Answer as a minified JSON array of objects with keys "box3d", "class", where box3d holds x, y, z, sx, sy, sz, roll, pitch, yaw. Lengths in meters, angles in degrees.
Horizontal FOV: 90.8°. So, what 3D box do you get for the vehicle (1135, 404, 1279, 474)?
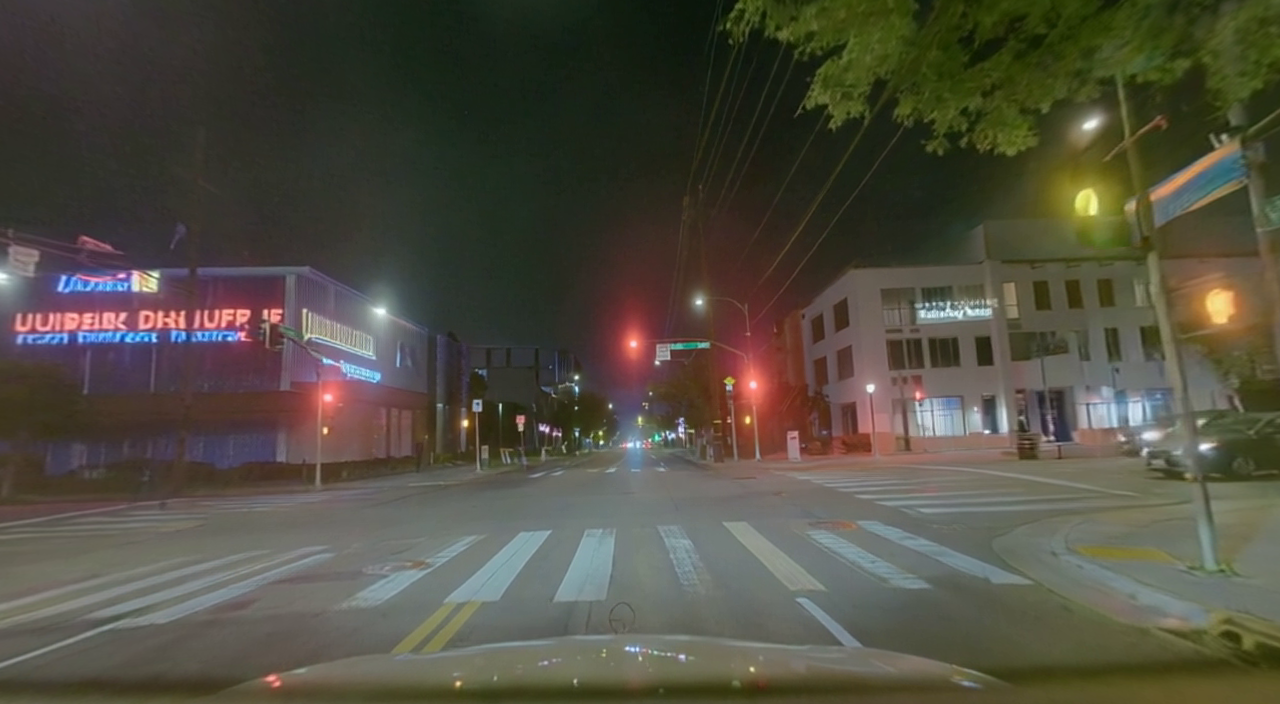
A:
[{"box3d":[14.450,2.003,14.460,4.632,1.484,1.907,0,-8,-1],"class":"vehicle"}]
